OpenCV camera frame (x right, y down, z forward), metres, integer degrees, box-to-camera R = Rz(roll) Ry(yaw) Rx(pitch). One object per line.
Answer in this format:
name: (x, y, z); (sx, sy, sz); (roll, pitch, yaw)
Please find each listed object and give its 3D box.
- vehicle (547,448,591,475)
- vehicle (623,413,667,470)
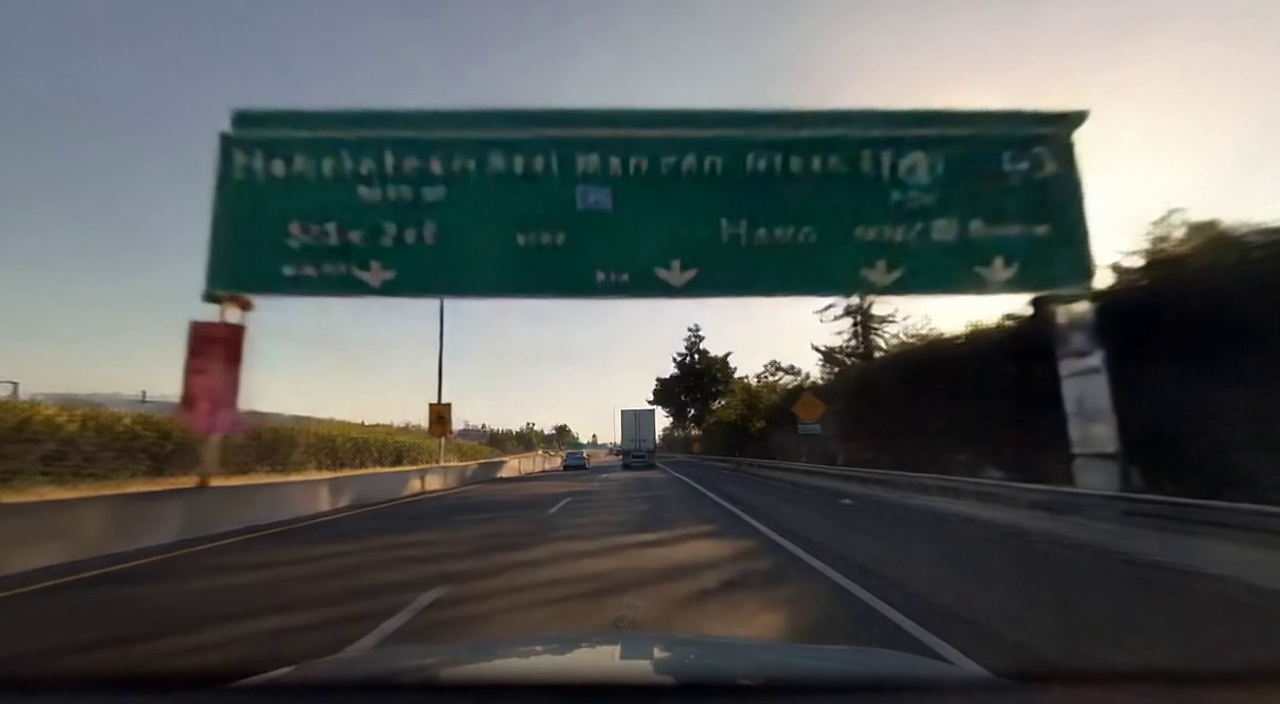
vehicle: (-4.132, 6.468, 37.543); (2.053, 1.523, 4.450); (0, -9, 1)
vehicle: (0.199, 6.797, 47.680); (2.864, 3.805, 9.500); (0, -9, -3)
